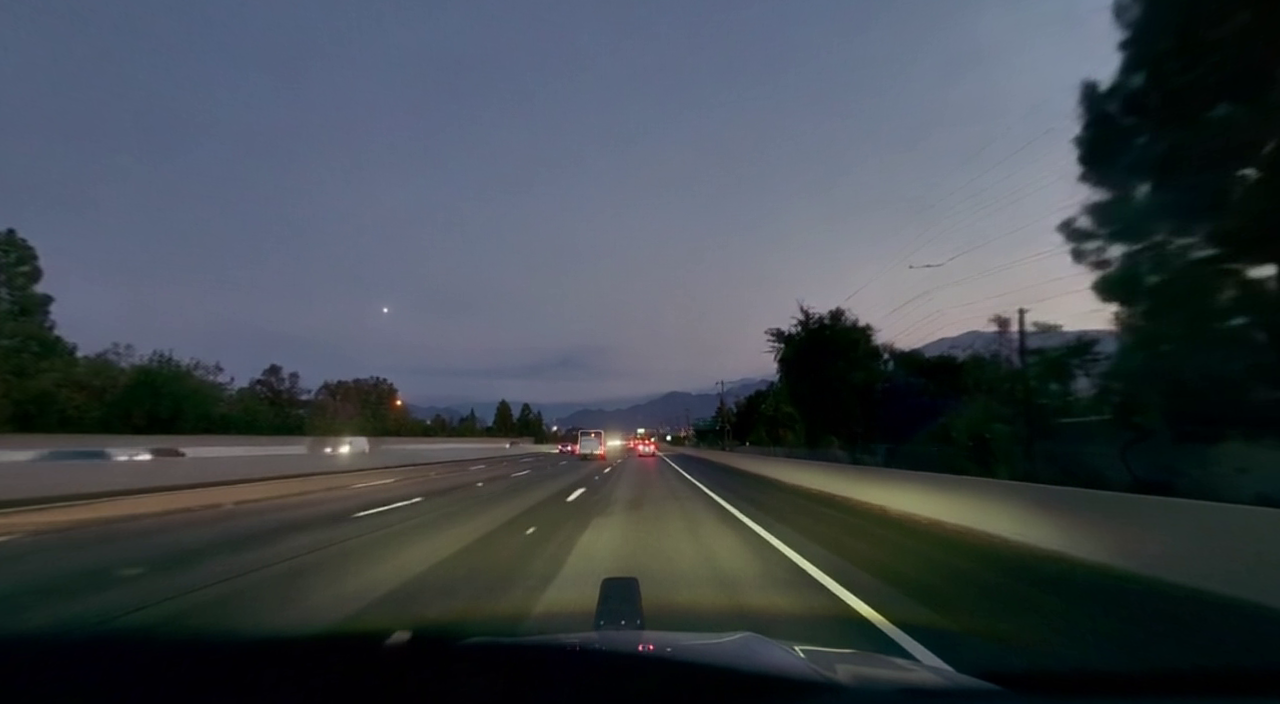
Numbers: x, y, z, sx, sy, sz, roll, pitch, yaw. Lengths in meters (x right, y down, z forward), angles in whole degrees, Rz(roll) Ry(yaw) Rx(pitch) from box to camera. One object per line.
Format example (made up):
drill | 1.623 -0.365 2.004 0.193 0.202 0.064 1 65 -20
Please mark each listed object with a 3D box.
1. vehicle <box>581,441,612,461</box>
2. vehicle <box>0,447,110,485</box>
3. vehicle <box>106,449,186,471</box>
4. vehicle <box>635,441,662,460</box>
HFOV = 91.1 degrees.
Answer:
vehicle | -3.266 7.506 47.698 2.046 1.478 4.111 0 -8 0
vehicle | -25.299 4.766 26.614 1.825 1.455 4.385 0 -8 0
vehicle | -35.939 7.865 45.833 1.859 1.473 4.803 0 -8 1
vehicle | 0.642 7.680 49.023 2.057 1.453 3.926 0 -8 0
